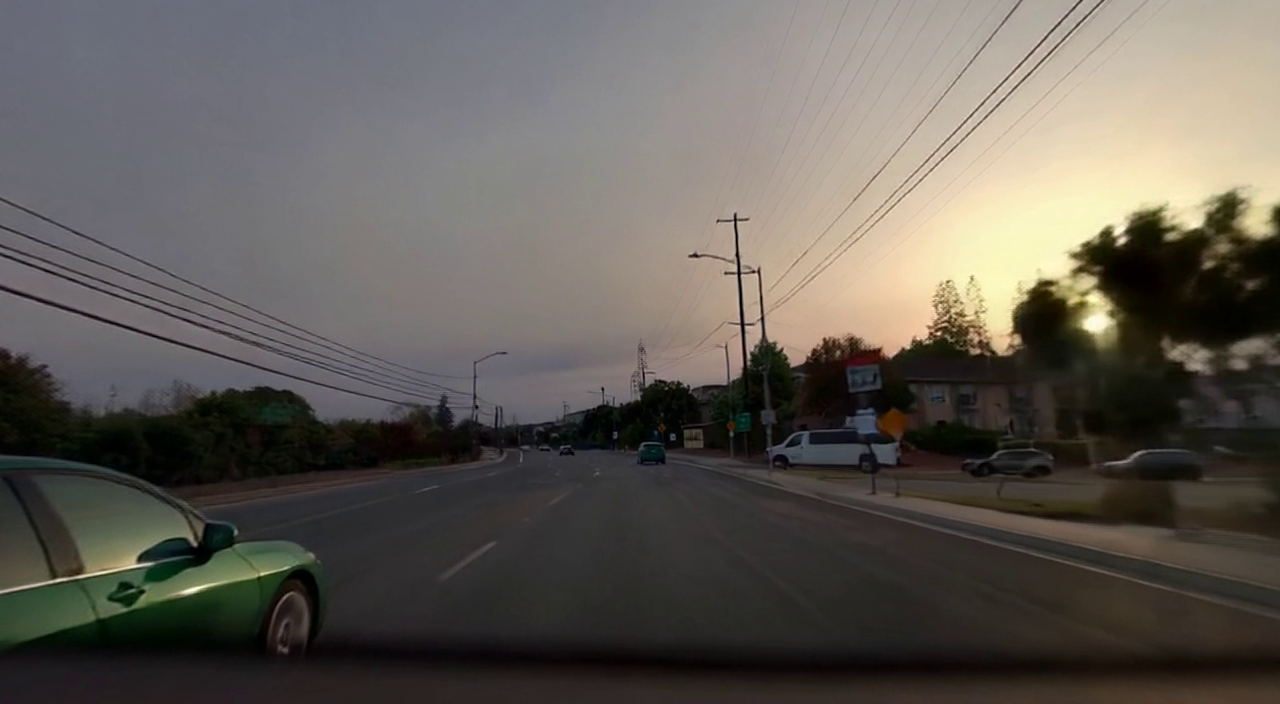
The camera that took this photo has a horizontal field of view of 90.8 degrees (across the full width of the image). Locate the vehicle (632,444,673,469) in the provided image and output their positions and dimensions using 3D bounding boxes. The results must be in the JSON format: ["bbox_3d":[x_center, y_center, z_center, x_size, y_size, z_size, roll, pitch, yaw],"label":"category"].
[{"bbox_3d":[0.727,6.585,39.791,2.015,1.467,4.117,1,-9,-7],"label":"vehicle"}]

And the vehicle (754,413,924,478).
[{"bbox_3d":[10.295,4.908,33.028,7.877,3.013,2.916,-5,-11,30],"label":"vehicle"}]

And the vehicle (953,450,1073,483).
[{"bbox_3d":[17.183,5.284,29.372,4.396,1.447,1.838,-3,-10,17],"label":"vehicle"}]

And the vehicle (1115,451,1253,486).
[{"bbox_3d":[24.240,5.188,28.249,4.462,1.449,1.877,1,-9,-3],"label":"vehicle"}]
